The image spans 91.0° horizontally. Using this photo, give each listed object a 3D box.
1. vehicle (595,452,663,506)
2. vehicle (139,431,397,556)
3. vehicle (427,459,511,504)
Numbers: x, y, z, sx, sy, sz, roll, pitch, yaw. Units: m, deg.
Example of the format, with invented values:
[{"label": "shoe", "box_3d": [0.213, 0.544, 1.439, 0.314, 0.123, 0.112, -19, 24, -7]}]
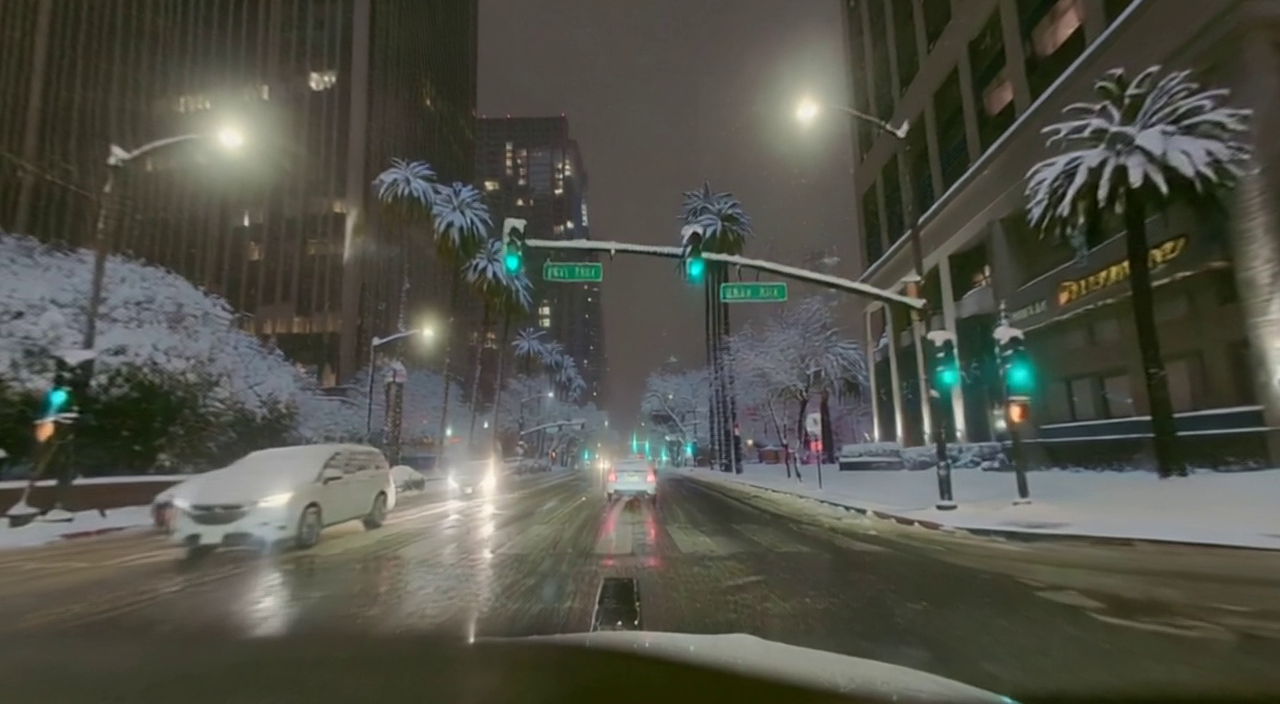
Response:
[{"label": "vehicle", "box_3d": [-0.380, 4.294, 21.729, 2.145, 1.632, 3.972, 0, -9, -1]}, {"label": "vehicle", "box_3d": [-6.668, 2.560, 12.140, 2.070, 1.893, 4.738, 0, -9, 0]}, {"label": "vehicle", "box_3d": [-6.413, 4.884, 24.168, 1.951, 1.476, 4.452, 0, -9, 1]}]
